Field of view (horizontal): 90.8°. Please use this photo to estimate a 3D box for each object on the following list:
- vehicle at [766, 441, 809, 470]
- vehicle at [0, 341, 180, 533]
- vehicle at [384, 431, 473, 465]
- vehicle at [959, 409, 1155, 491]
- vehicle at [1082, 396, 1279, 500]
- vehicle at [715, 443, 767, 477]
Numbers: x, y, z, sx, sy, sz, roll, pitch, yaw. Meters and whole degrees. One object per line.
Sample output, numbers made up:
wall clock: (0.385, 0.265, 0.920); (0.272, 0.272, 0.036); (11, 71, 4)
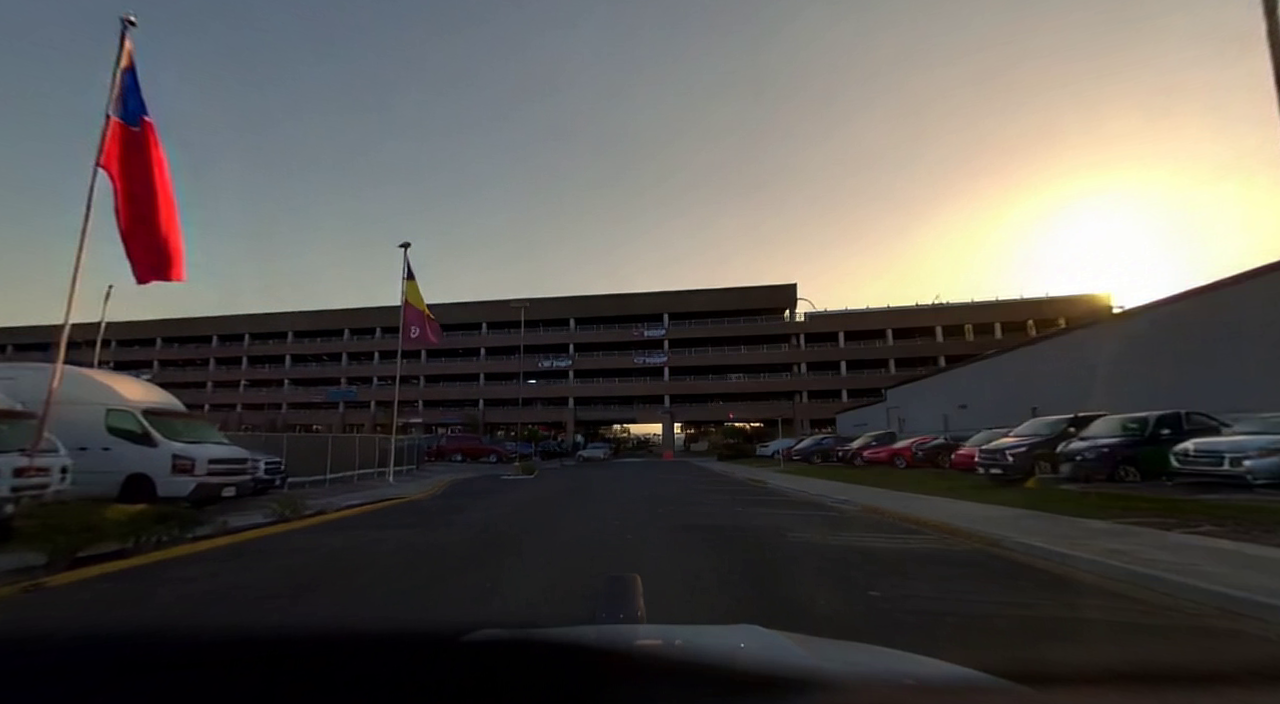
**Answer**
vehicle: (9.562, 6.636, 40.697); (2.021, 1.753, 4.342); (-3, -9, 21)
vehicle: (-11.153, 1.397, 10.437); (5.254, 2.811, 2.188); (0, -8, 1)
vehicle: (-13.197, 5.951, 39.320); (5.672, 1.963, 2.189); (-6, -10, 34)
vehicle: (10.836, 2.662, 16.353); (5.138, 1.778, 2.034); (8, -15, -31)
vehicle: (11.906, 2.017, 12.932); (5.194, 1.769, 2.262); (5, -11, -25)
vehicle: (5.241, 5.647, 33.308); (2.026, 1.659, 4.314); (0, -8, 1)
